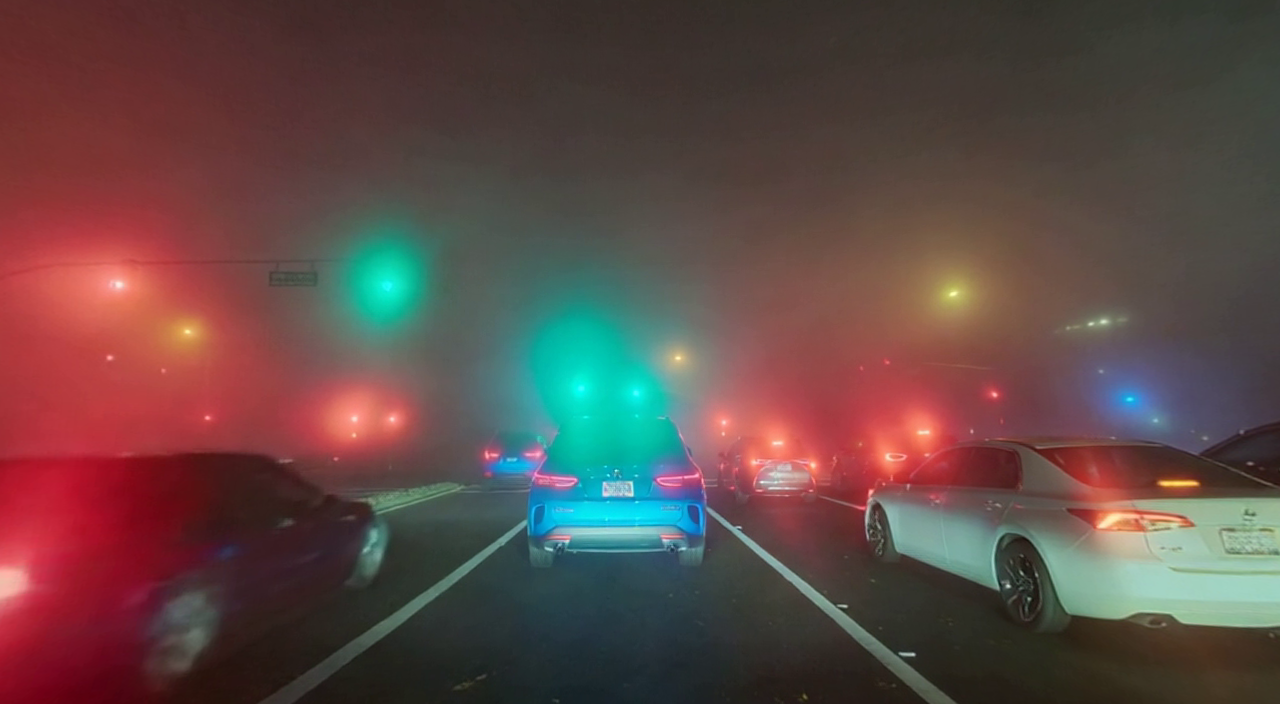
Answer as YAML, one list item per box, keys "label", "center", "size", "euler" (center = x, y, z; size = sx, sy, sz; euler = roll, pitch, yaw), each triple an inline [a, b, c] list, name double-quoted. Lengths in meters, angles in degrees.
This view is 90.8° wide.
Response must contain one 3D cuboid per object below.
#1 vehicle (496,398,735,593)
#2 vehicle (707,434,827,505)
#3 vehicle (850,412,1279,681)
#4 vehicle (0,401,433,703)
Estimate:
- label: "vehicle"
  center: [-0.273, 1.557, 7.616]
  size: [2.101, 1.707, 3.904]
  euler: [0, -8, -2]
- label: "vehicle"
  center: [2.974, 2.855, 15.769]
  size: [1.950, 1.506, 4.086]
  euler: [0, -8, -3]
- label: "vehicle"
  center: [3.618, 1.394, 5.696]
  size: [1.861, 1.478, 4.185]
  euler: [0, -8, -2]
- label: "vehicle"
  center: [-3.168, 1.241, 4.363]
  size: [2.077, 1.493, 4.281]
  euler: [0, -9, -1]
